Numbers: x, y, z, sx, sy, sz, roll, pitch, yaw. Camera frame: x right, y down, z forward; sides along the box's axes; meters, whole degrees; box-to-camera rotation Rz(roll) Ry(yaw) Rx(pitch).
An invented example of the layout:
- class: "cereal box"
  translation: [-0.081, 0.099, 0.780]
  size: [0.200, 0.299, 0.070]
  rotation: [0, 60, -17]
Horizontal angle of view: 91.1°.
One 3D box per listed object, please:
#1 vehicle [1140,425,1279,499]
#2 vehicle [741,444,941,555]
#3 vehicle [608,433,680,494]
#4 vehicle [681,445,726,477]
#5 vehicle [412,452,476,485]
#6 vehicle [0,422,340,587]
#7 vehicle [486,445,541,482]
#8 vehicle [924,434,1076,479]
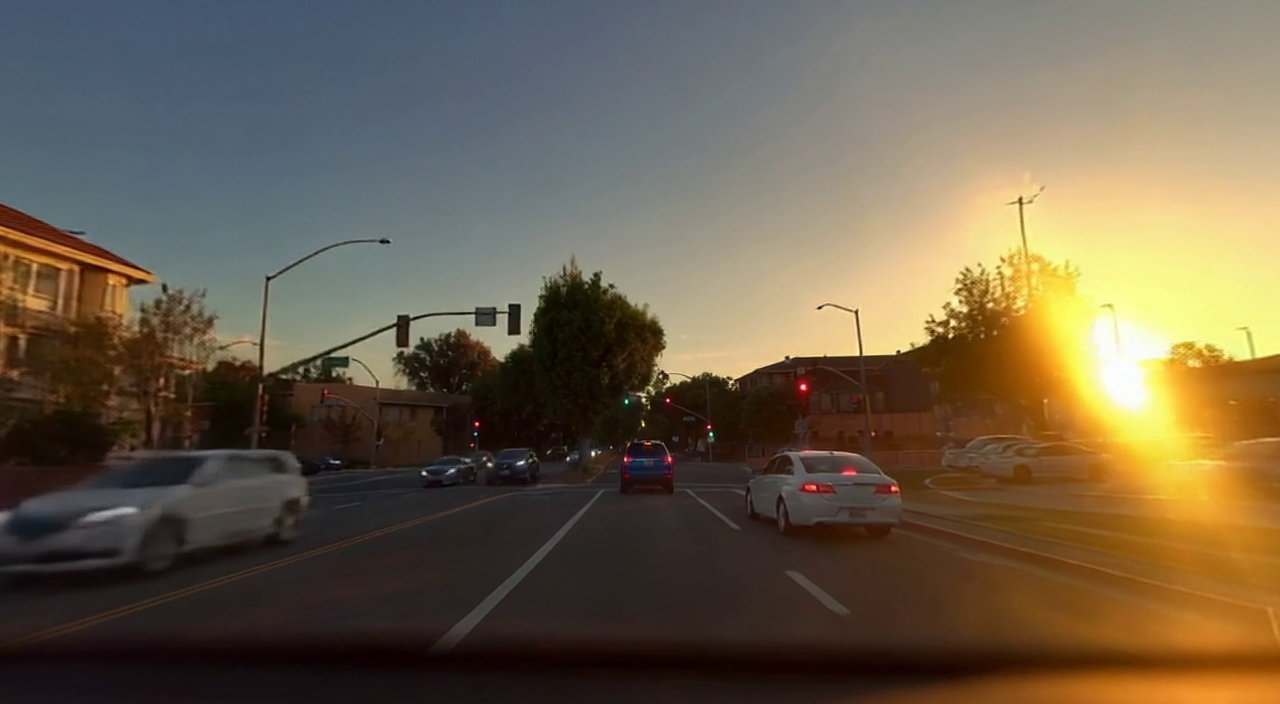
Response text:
- class: "vehicle"
  translation: [13.686, 2.409, 13.723]
  size: [3.899, 1.437, 1.857]
  rotation: [2, -8, 2]
- class: "vehicle"
  translation: [3.098, 2.340, 10.806]
  size: [1.900, 1.478, 4.425]
  rotation: [0, -9, -1]
- class: "vehicle"
  translation: [0.124, 3.922, 22.405]
  size: [2.296, 1.947, 4.168]
  rotation: [0, -9, 0]
- class: "vehicle"
  translation: [3.656, 6.354, 36.906]
  size: [2.138, 1.729, 4.178]
  rotation: [0, -9, -1]
- class: "vehicle"
  translation: [-10.208, 6.072, 33.027]
  size: [1.943, 1.552, 4.670]
  rotation: [0, -9, -1]
- class: "vehicle"
  translation: [-6.490, 2.008, 9.126]
  size: [2.092, 1.802, 4.270]
  rotation: [0, -9, 0]
- class: "vehicle"
  translation: [-6.624, 5.864, 33.399]
  size: [1.957, 1.836, 4.434]
  rotation: [0, -9, 1]
- class: "vehicle"
  translation: [13.666, 3.977, 24.047]
  size: [4.507, 1.610, 2.045]
  rotation: [0, -9, -1]
